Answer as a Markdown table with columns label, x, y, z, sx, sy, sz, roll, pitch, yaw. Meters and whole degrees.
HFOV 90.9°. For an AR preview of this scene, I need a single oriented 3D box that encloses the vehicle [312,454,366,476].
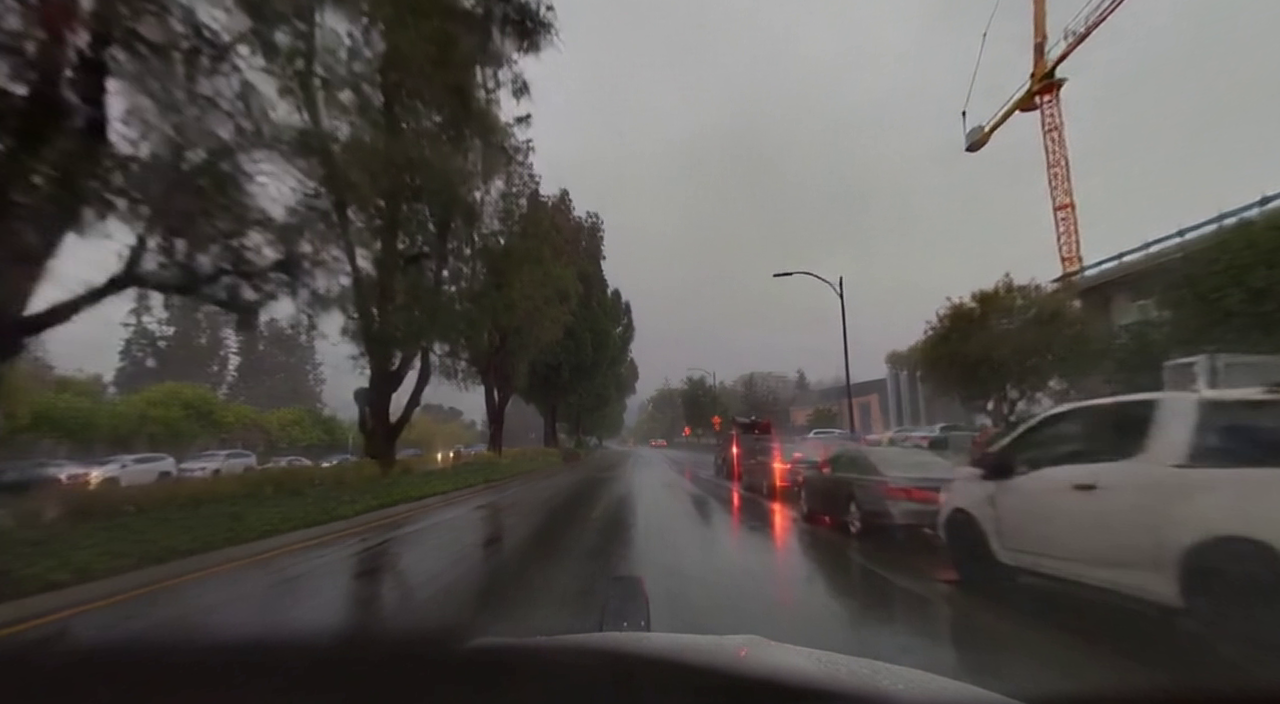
| label | x | y | z | sx | sy | sz | roll | pitch | yaw |
| --- | --- | --- | --- | --- | --- | --- | --- | --- | --- |
| vehicle | -21.565 | 8.075 | 45.331 | 1.746 | 1.447 | 4.448 | 0 | -8 | 0 |

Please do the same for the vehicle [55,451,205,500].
| label | x | y | z | sx | sy | sz | roll | pitch | yaw |
| --- | --- | --- | --- | --- | --- | --- | --- | --- | --- |
| vehicle | -21.480 | 5.172 | 26.941 | 1.986 | 1.805 | 5.444 | 0 | -8 | -2 |

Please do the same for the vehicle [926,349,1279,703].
| label | x | y | z | sx | sy | sz | roll | pitch | yaw |
| --- | --- | --- | --- | --- | --- | --- | --- | --- | --- |
| vehicle | 4.275 | 1.117 | 4.606 | 2.050 | 1.832 | 4.794 | 0 | -8 | -1 |

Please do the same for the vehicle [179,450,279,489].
| label | x | y | z | sx | sy | sz | roll | pitch | yaw |
| --- | --- | --- | --- | --- | --- | --- | --- | --- | --- |
| vehicle | -21.452 | 6.109 | 33.183 | 2.027 | 1.855 | 4.908 | 0 | -8 | -2 |

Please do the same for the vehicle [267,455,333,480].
| label | x | y | z | sx | sy | sz | roll | pitch | yaw |
| --- | --- | --- | --- | --- | --- | --- | --- | --- | --- |
| vehicle | -21.525 | 7.319 | 40.138 | 1.834 | 1.441 | 4.416 | 0 | -8 | -2 |

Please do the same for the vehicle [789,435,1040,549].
| label | x | y | z | sx | sy | sz | roll | pitch | yaw |
| --- | --- | --- | --- | --- | --- | --- | --- | --- | --- |
| vehicle | 4.055 | 2.132 | 10.394 | 2.003 | 1.442 | 4.606 | 0 | -8 | -1 |
